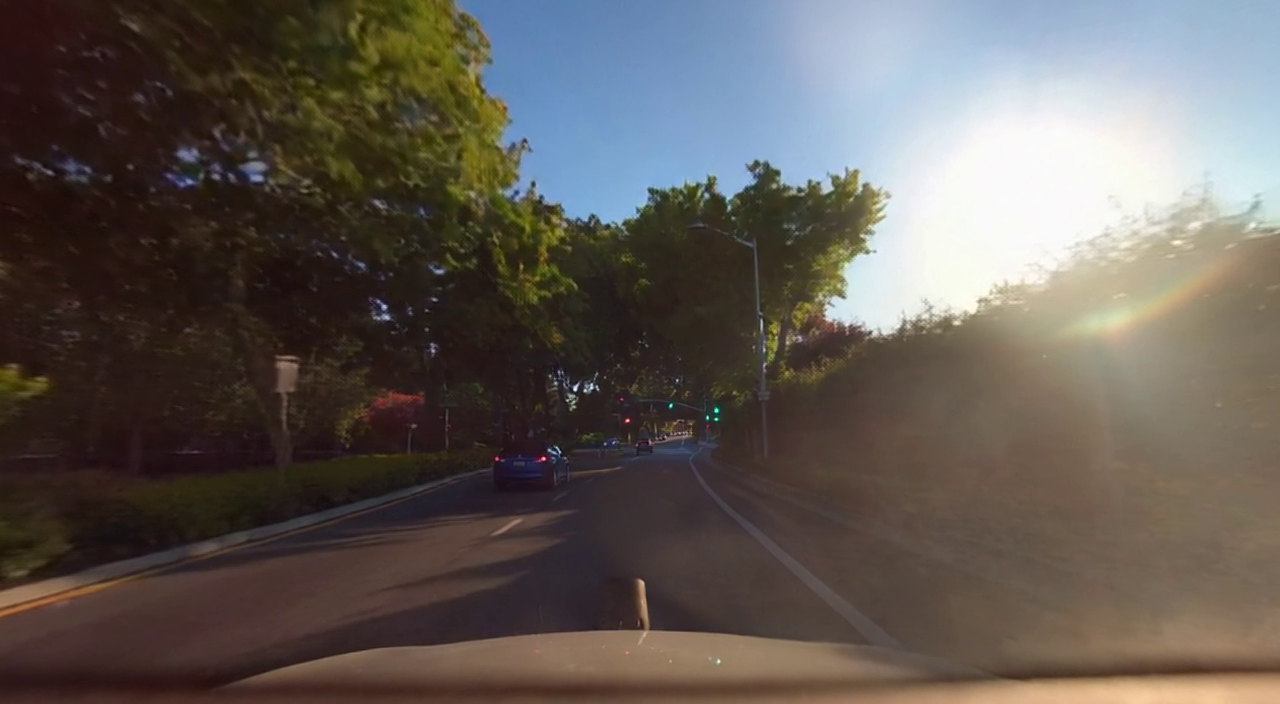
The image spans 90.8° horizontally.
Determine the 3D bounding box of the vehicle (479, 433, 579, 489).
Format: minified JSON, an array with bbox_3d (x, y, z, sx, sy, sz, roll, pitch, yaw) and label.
[{"bbox_3d":[-3.238,3.294,19.490,2.038,1.486,4.678,-1,-8,2],"label":"vehicle"}]
